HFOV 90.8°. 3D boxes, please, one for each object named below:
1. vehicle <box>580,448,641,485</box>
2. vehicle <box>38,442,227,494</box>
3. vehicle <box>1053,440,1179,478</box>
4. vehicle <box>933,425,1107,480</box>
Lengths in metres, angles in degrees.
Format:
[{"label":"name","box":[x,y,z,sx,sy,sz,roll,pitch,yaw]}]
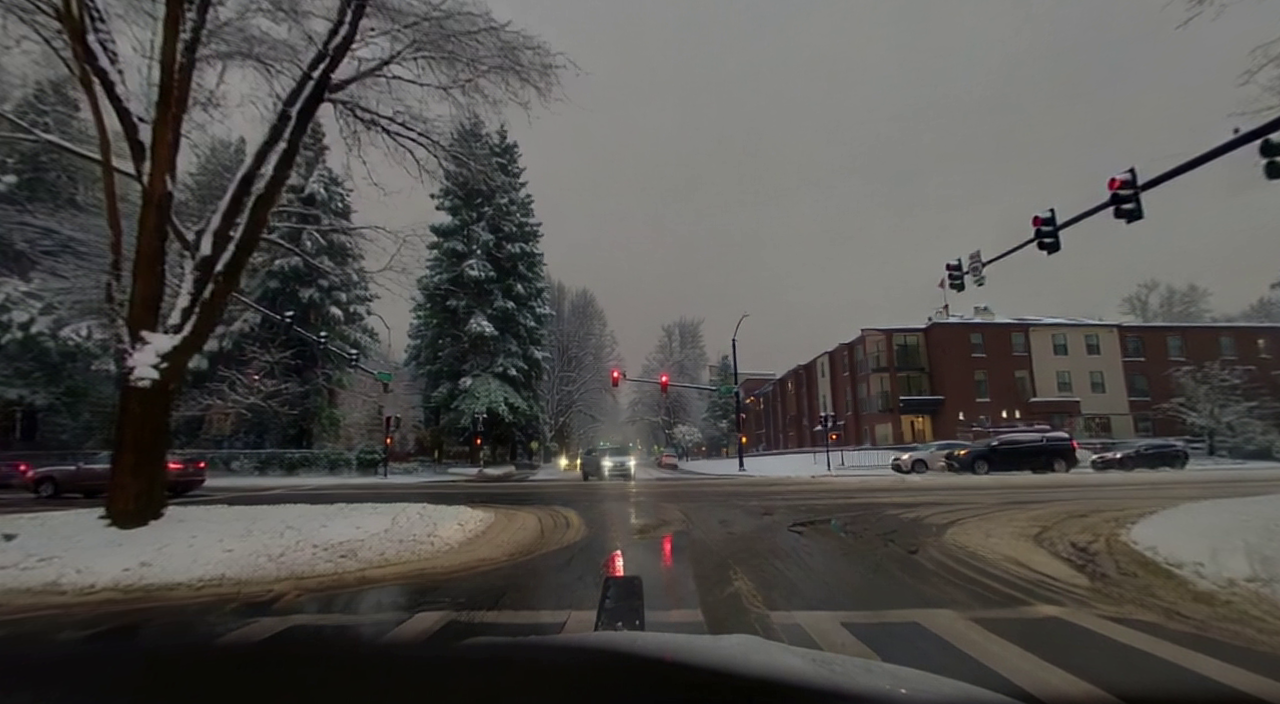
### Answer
[{"label":"vehicle","box":[-1.664,6.080,33.952,2.162,1.740,4.728,2,-9,-16]},{"label":"vehicle","box":[-18.730,4.310,23.568,4.798,1.763,2.536,0,-10,0]},{"label":"vehicle","box":[23.791,5.354,31.716,4.569,1.794,2.088,0,-8,0]},{"label":"vehicle","box":[17.059,4.552,28.676,6.109,2.348,2.683,0,-8,0]}]
